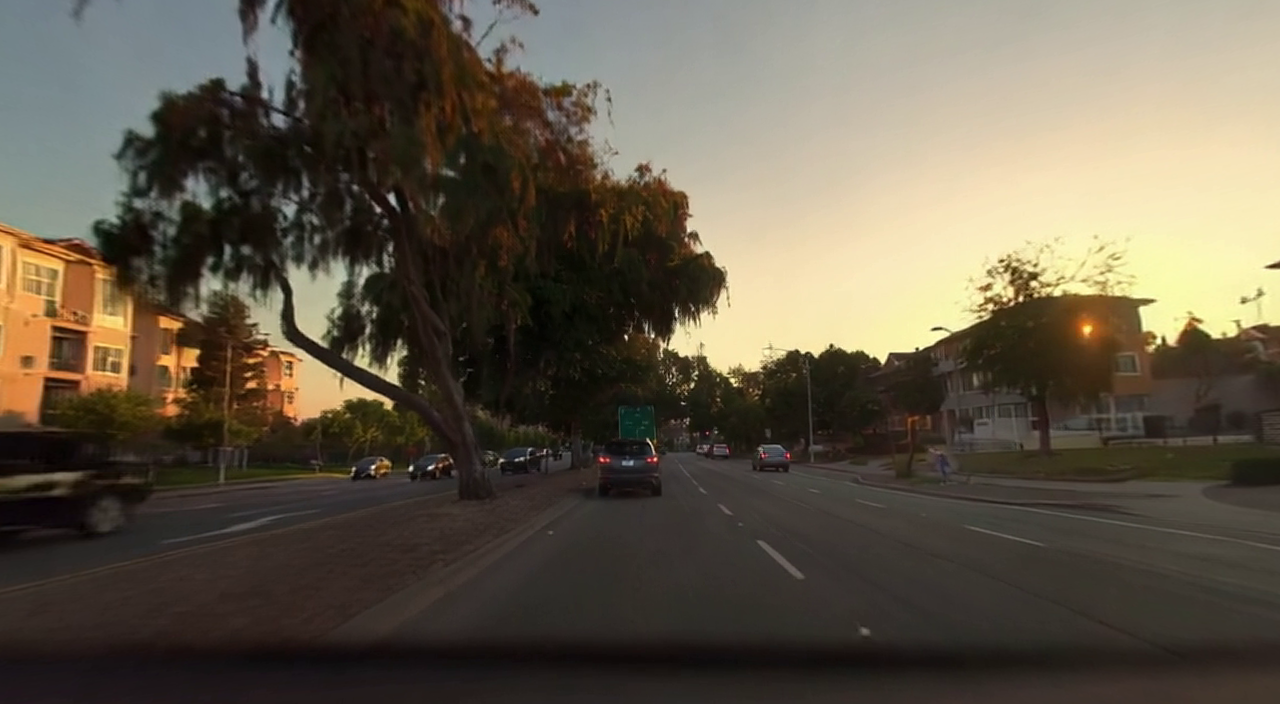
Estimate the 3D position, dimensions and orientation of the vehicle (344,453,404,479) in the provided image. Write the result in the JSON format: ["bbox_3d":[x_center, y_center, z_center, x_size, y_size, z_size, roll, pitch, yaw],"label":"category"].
[{"bbox_3d":[-20.411,8.765,48.639,2.056,1.822,5.400,-1,-9,3],"label":"vehicle"}]

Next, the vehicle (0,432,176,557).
[{"bbox_3d":[-10.933,2.232,9.942,2.238,1.906,6.264,-1,-9,2],"label":"vehicle"}]

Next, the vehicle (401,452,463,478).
[{"bbox_3d":[-13.141,7.148,40.169,2.198,1.550,4.824,-1,-9,2],"label":"vehicle"}]

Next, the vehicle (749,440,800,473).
[{"bbox_3d":[7.522,5.899,35.643,1.971,1.722,4.341,0,-9,1],"label":"vehicle"}]

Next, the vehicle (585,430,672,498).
[{"bbox_3d":[-0.312,3.373,19.360,2.332,1.798,4.546,0,-9,0],"label":"vehicle"}]
